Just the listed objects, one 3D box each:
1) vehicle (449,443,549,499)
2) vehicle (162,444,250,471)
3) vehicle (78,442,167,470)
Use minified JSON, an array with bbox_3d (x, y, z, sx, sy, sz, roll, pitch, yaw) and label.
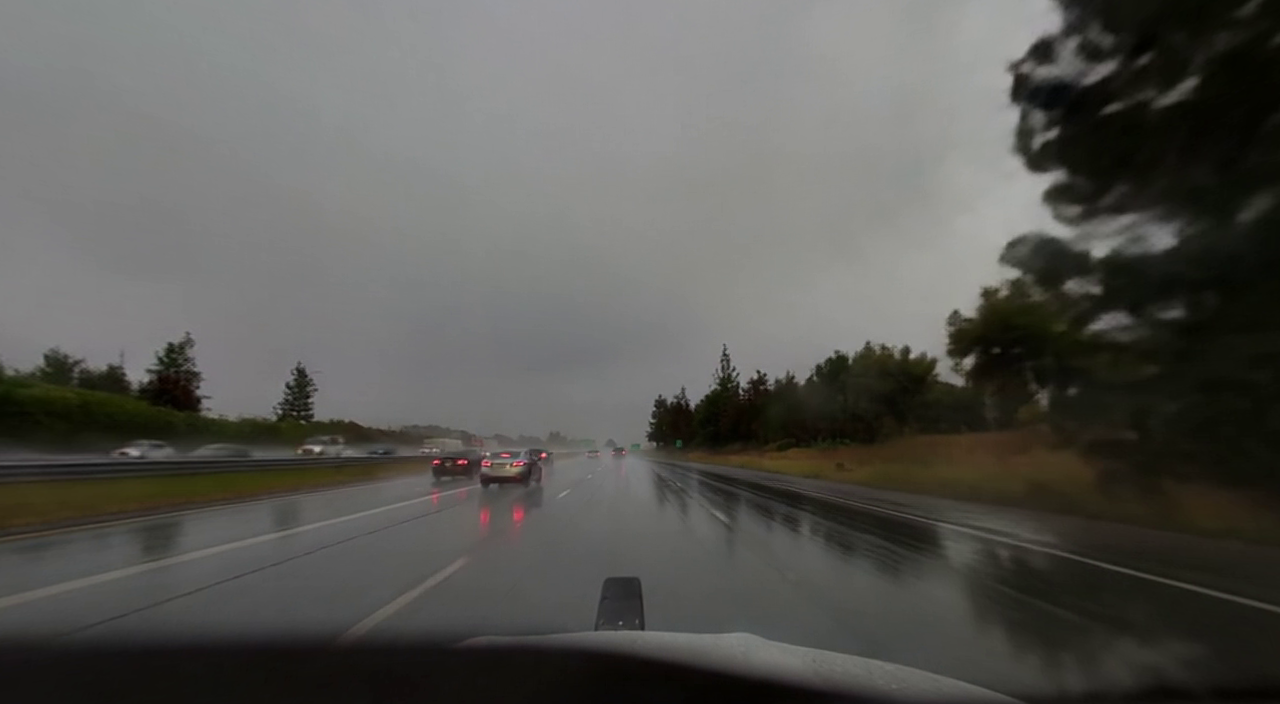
[{"bbox_3d":[-4.204,3.619,19.662,2.073,1.516,4.478,0,-9,0],"label":"vehicle"},{"bbox_3d":[-25.754,6.281,37.728,1.881,1.483,4.791,0,-9,-1],"label":"vehicle"},{"bbox_3d":[-32.874,6.618,40.311,1.997,1.678,4.408,0,-9,-2],"label":"vehicle"}]
